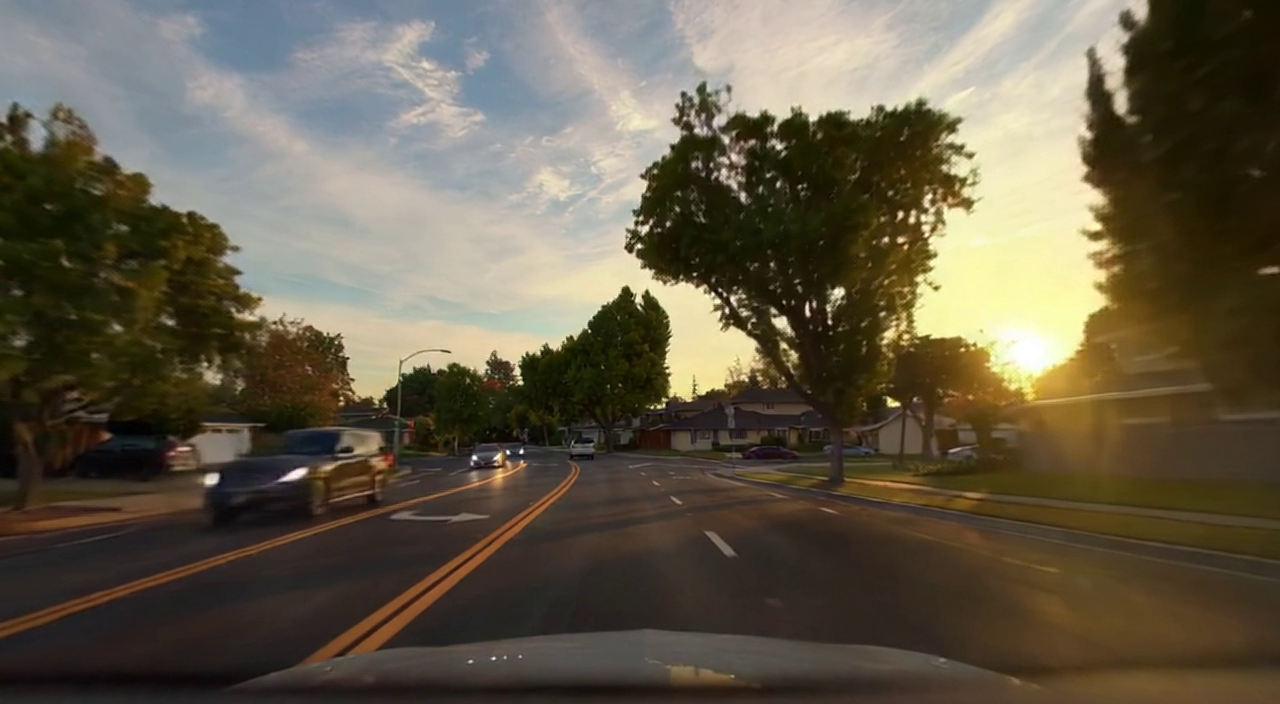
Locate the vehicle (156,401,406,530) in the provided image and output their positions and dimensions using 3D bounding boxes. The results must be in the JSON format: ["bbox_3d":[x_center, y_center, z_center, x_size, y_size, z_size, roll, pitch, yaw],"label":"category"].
[{"bbox_3d":[-6.717,2.201,12.675,2.281,2.069,4.797,0,-9,-2],"label":"vehicle"}]

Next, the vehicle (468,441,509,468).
[{"bbox_3d":[-9.329,6.344,39.169,1.910,1.538,4.478,0,-8,-7],"label":"vehicle"}]

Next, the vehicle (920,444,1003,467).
[{"bbox_3d":[21.808,7.022,42.884,4.607,1.481,1.884,-1,-9,10],"label":"vehicle"}]

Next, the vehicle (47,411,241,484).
[{"bbox_3d":[-20.261,3.887,25.883,6.474,2.781,2.364,-1,-9,11],"label":"vehicle"}]
